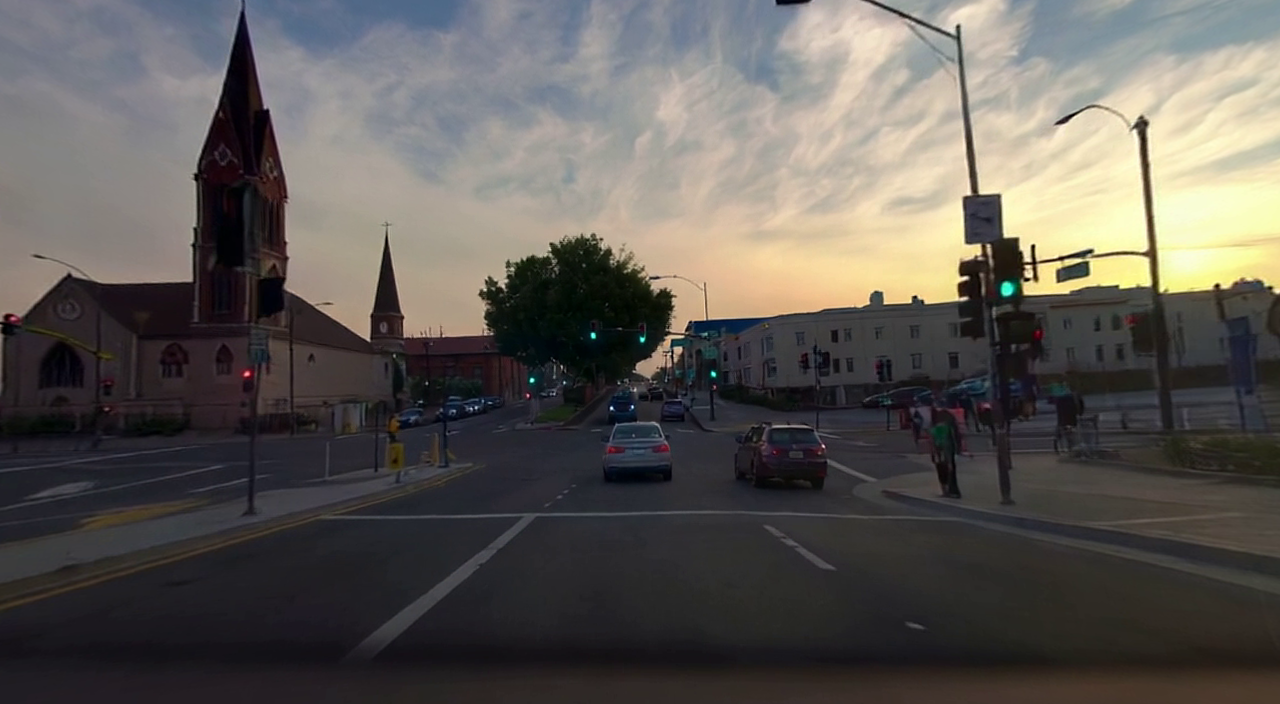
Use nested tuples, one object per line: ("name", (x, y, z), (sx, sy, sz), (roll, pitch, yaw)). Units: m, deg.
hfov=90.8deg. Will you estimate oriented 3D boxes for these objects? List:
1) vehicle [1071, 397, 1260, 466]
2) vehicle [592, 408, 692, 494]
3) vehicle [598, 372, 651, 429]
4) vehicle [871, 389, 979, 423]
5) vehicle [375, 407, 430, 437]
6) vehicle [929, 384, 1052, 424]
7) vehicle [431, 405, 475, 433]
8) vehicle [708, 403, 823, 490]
("vehicle", (16.376, 2.423, 19.815), (4.379, 1.486, 1.941), (-5, 2, -3))
("vehicle", (-0.057, 2.321, 15.715), (2.168, 1.776, 4.135), (0, -4, -3))
("vehicle", (-1.131, 3.119, 39.658), (2.930, 3.209, 8.154), (0, -6, -4))
("vehicle", (14.574, 2.805, 32.449), (4.488, 1.475, 2.083), (-2, -7, -3))
("vehicle", (-16.599, 4.994, 44.486), (1.969, 1.896, 5.404), (1, -9, -3))
("vehicle", (16.396, 2.442, 29.682), (4.512, 1.734, 2.143), (-1, -5, -3))
("vehicle", (-13.623, 4.958, 46.274), (2.069, 1.790, 4.358), (1, -9, -3))
("vehicle", (3.346, 2.515, 17.887), (2.080, 1.735, 4.650), (4, -1, -2))
